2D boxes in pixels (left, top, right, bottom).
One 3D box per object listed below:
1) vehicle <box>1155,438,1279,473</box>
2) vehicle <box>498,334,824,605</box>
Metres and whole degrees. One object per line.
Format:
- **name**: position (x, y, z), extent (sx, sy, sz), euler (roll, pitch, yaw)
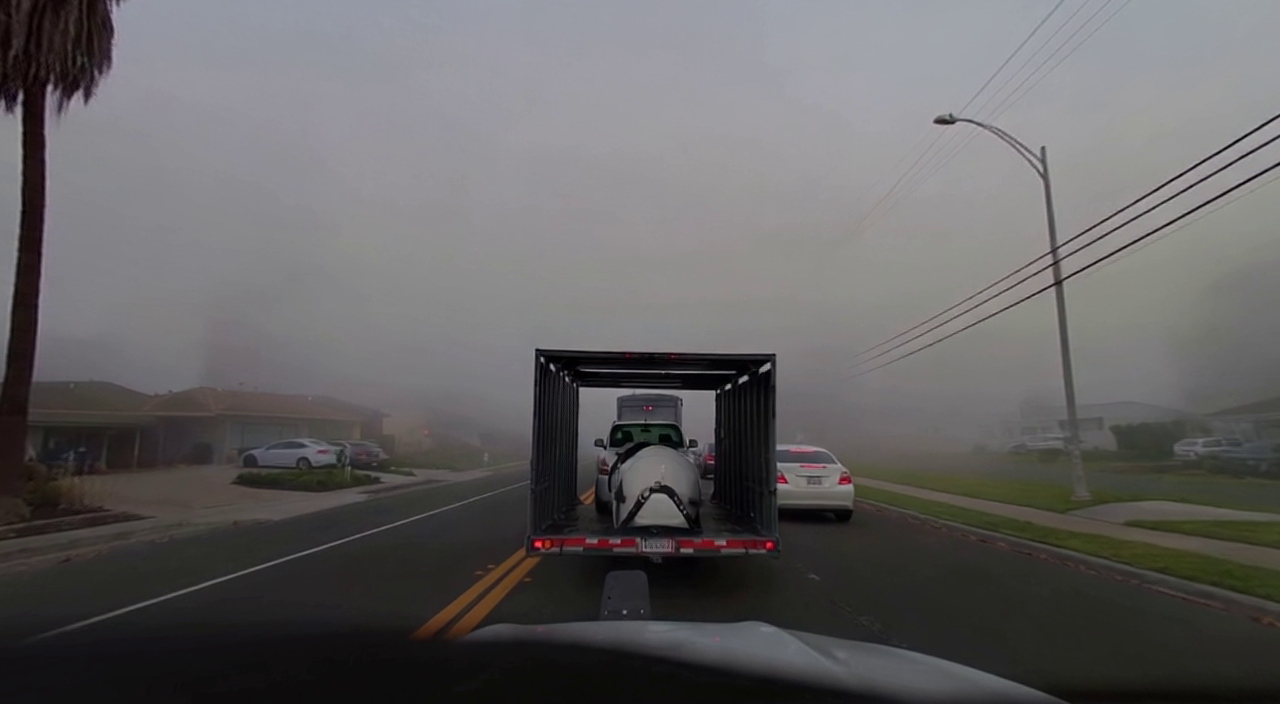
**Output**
- **vehicle**: position (28.574, 5.094, 31.129), extent (4.193, 1.633, 1.928), euler (-4, -9, 26)
- **vehicle**: position (0.177, 1.466, 8.654), extent (2.728, 2.305, 6.506), euler (0, -9, 0)
